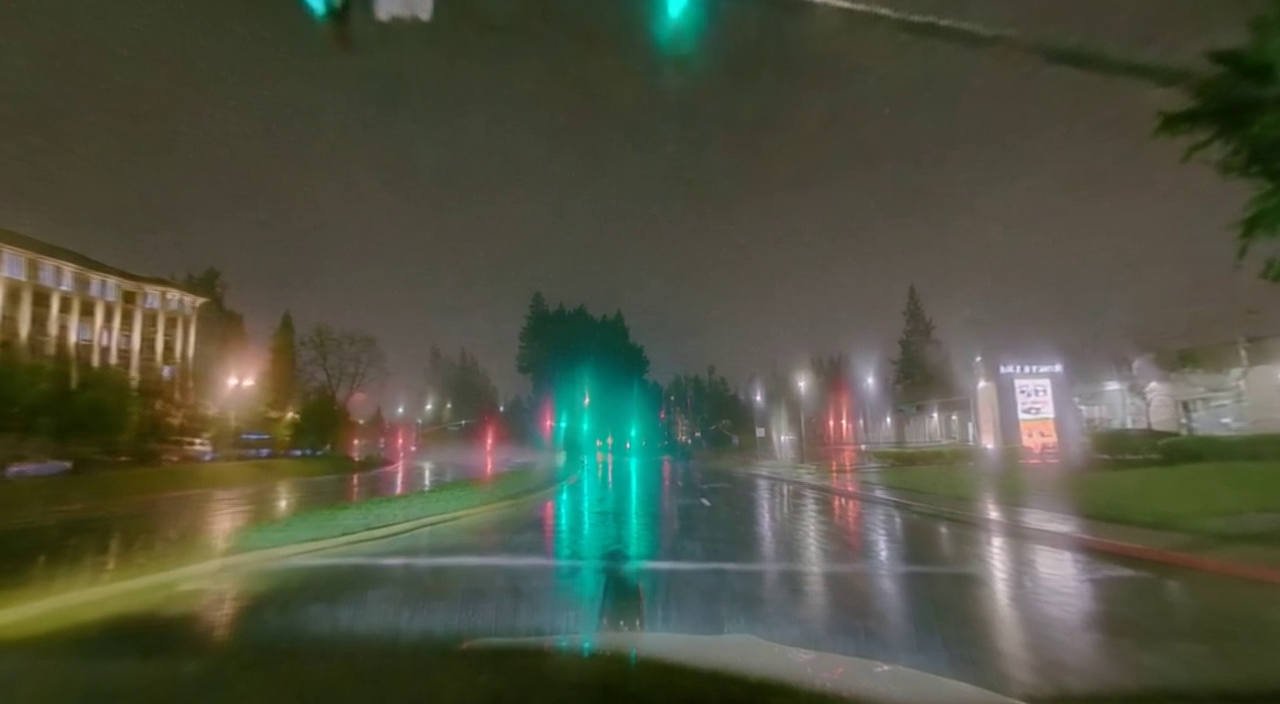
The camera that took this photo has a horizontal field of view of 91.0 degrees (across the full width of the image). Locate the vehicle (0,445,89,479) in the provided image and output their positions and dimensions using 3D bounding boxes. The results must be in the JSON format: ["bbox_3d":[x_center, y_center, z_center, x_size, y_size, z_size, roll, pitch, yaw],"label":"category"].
[{"bbox_3d":[-29.067,5.108,29.388,4.652,1.489,1.992,0,-8,-2],"label":"vehicle"}]
